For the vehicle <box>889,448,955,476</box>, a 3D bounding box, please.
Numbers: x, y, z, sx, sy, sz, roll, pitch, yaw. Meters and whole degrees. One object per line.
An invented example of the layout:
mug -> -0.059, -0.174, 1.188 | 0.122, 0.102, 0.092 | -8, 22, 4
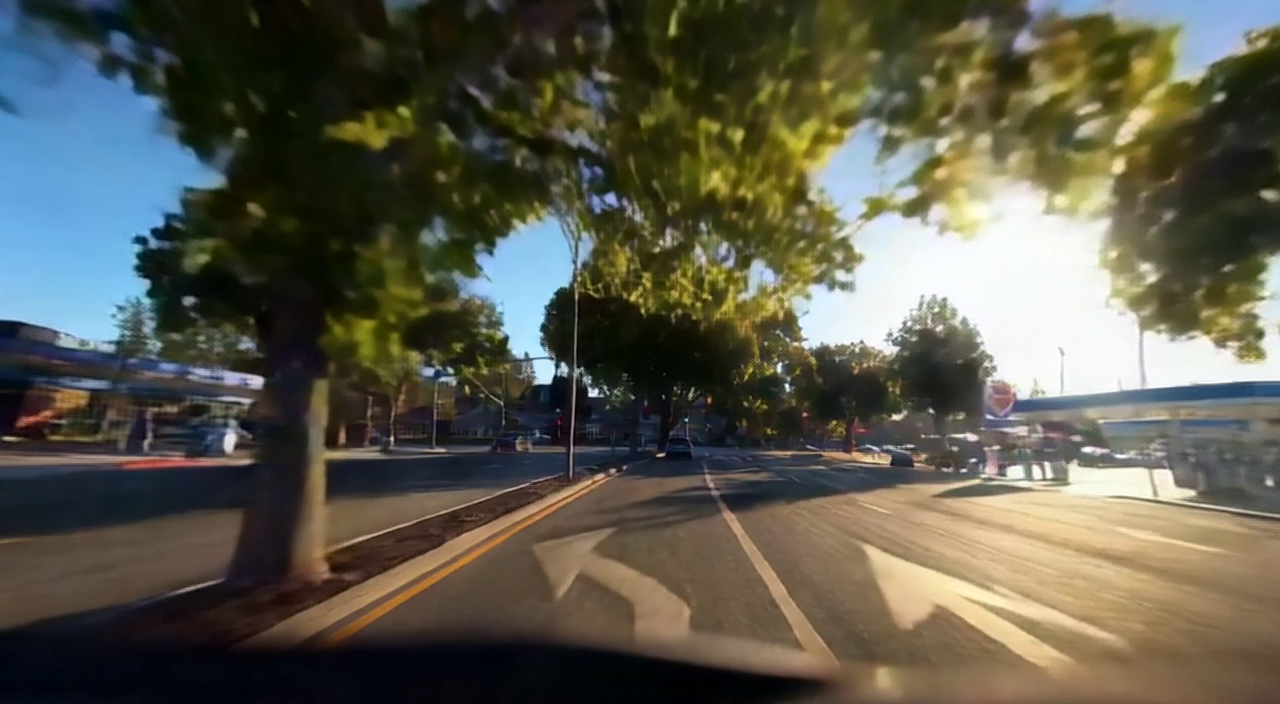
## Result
vehicle -> 16.211, 6.340, 36.566 | 2.099, 1.464, 4.615 | -1, -8, 6

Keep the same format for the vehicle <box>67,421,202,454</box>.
vehicle -> -21.903, 3.744, 27.491 | 4.343, 1.379, 1.851 | -1, -8, 4

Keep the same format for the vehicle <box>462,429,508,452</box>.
vehicle -> -10.441, 6.026, 42.865 | 2.027, 1.486, 4.105 | 0, -8, 1

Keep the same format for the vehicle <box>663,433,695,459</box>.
vehicle -> 2.758, 6.495, 43.697 | 2.055, 1.655, 4.204 | -1, -8, 5
